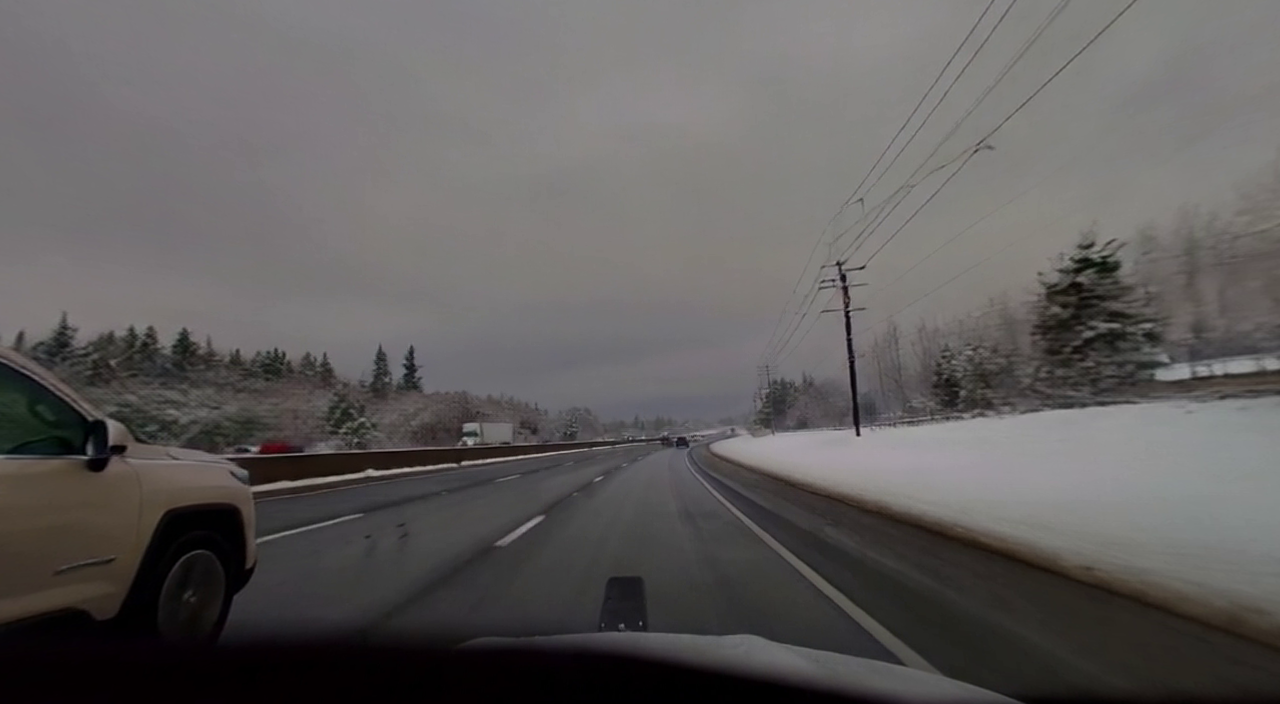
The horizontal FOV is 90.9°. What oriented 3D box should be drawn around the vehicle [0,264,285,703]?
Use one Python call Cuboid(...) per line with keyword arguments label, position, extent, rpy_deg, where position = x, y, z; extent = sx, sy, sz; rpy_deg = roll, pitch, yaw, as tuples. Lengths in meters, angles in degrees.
Cuboid(label="vehicle", position=(-3.484, 0.561, 1.646), extent=(2.136, 1.975, 5.037), rpy_deg=(0, -8, 0))
